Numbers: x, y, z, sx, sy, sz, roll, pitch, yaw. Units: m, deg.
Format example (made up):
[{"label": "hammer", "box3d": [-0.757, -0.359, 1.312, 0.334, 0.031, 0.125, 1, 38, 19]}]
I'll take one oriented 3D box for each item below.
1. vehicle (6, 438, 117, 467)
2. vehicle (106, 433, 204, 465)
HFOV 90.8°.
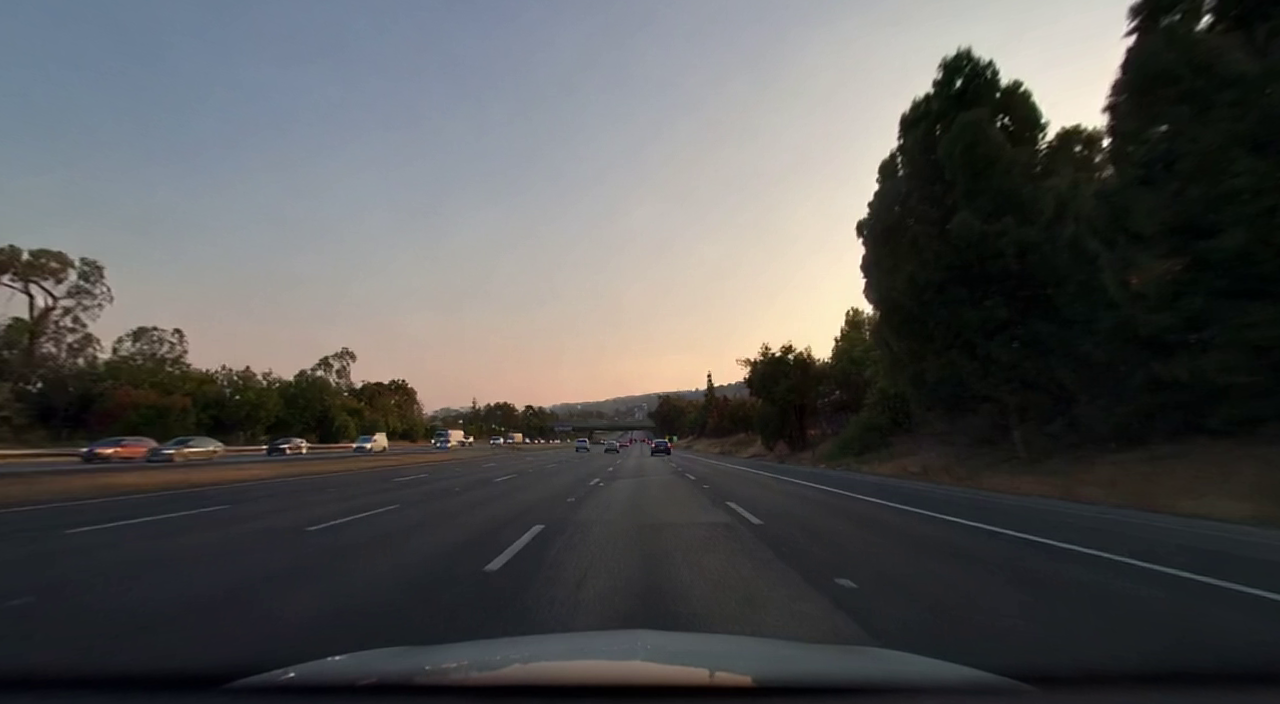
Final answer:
[{"label": "vehicle", "box3d": [-31.613, 5.491, 34.699, 1.815, 1.456, 4.508, 0, -8, 0]}, {"label": "vehicle", "box3d": [-27.732, 5.559, 36.311, 2.011, 1.727, 4.577, 0, -8, 0]}]
